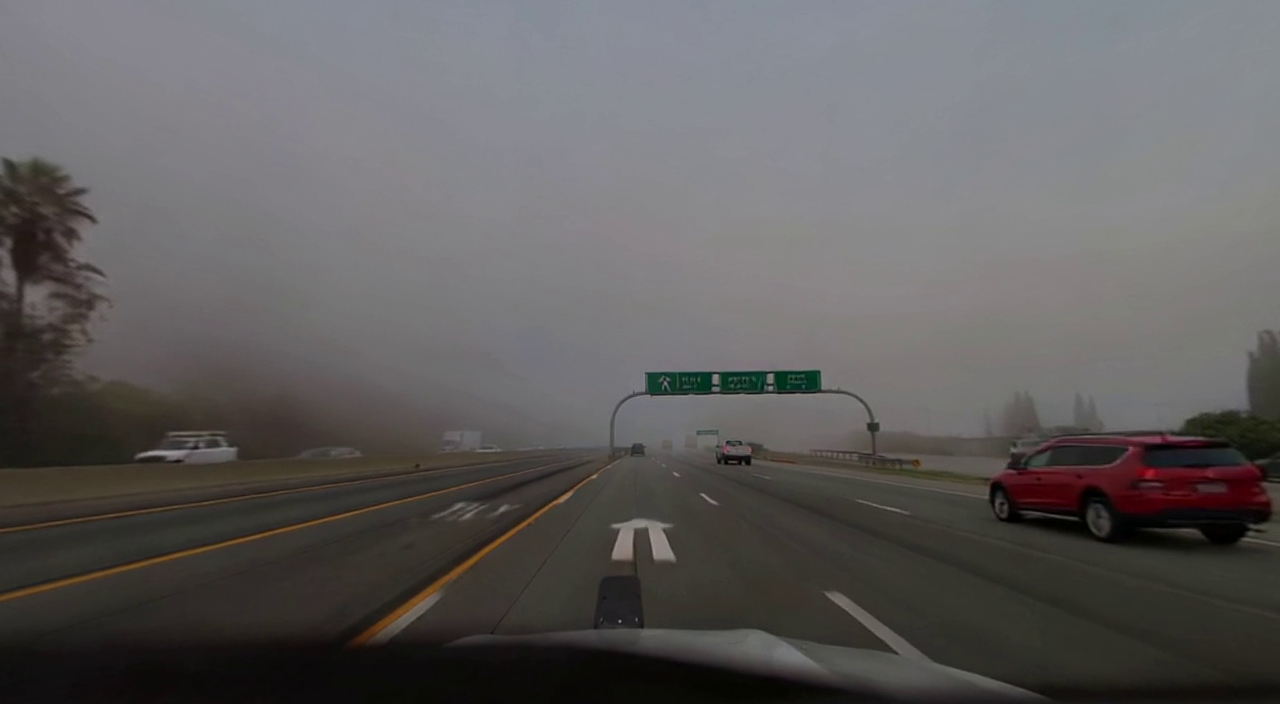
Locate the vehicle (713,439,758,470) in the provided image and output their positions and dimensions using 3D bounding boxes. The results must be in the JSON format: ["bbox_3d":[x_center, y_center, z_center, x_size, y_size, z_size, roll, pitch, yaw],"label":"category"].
[{"bbox_3d":[5.553,6.031,37.131,2.035,1.704,3.867,0,-8,0],"label":"vehicle"}]

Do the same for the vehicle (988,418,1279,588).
[{"bbox_3d":[6.829,1.789,8.323,1.902,1.623,4.360,0,-8,0],"label":"vehicle"}]

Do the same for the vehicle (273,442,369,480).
[{"bbox_3d":[-15.980,5.450,31.876,2.306,1.760,4.877,0,-8,0],"label":"vehicle"}]

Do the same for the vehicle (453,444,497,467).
[{"bbox_3d":[-12.305,7.744,47.292,1.946,1.614,4.913,0,-8,1],"label":"vehicle"}]

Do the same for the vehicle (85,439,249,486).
[{"bbox_3d":[-23.127,5.422,31.387,2.620,2.052,7.153,0,-8,0],"label":"vehicle"}]
